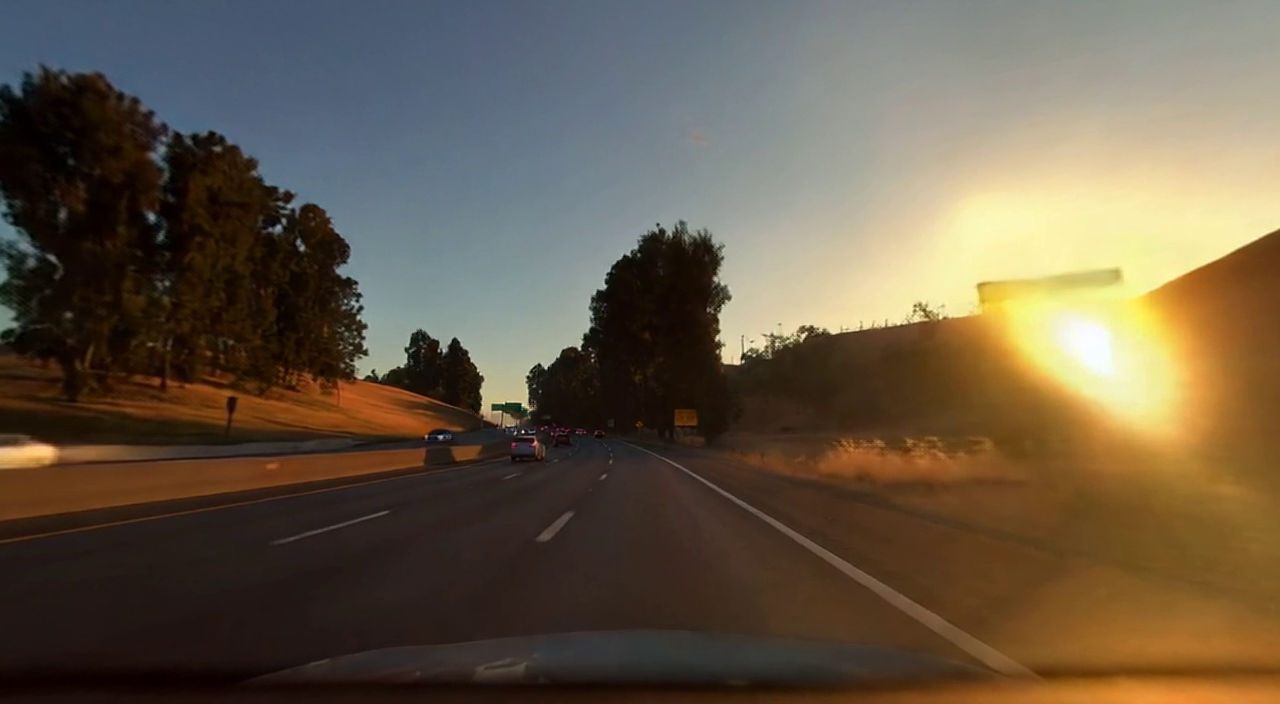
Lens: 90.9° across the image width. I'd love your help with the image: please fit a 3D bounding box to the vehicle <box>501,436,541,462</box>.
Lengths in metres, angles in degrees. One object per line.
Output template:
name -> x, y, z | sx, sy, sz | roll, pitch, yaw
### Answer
vehicle -> -7.763, 6.329, 41.396 | 1.931, 1.608, 3.977 | 0, -8, -2
